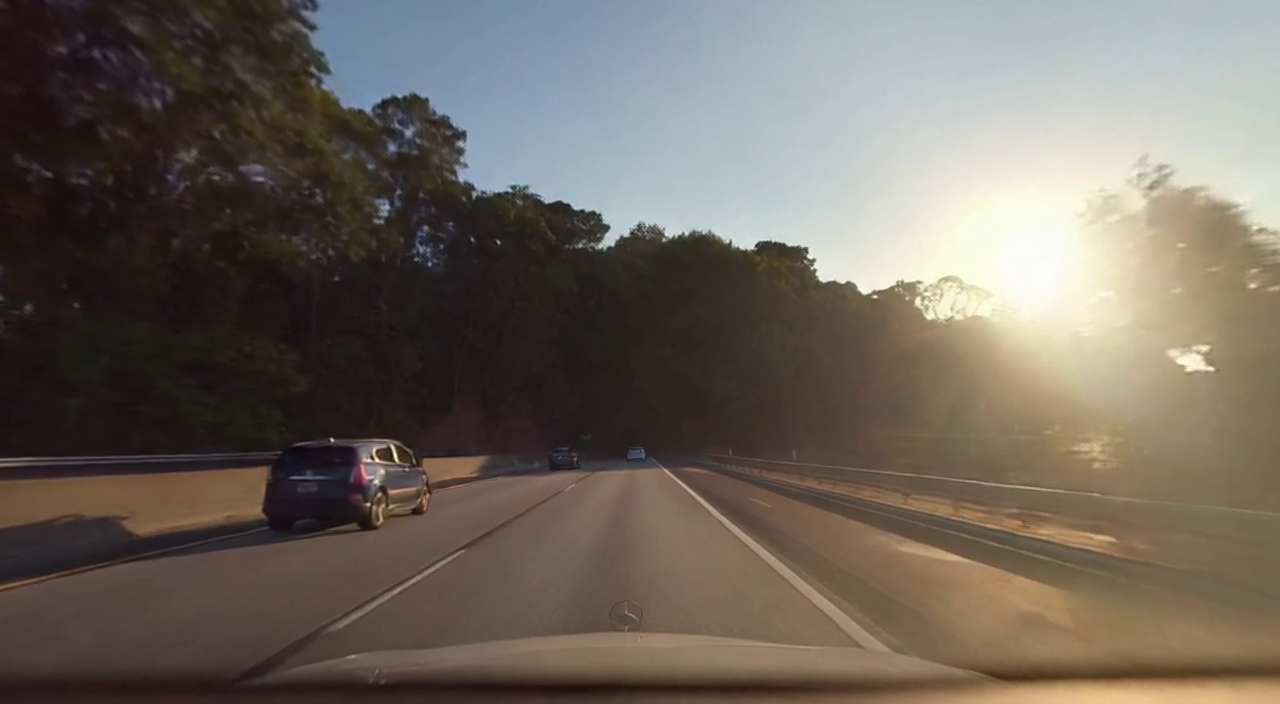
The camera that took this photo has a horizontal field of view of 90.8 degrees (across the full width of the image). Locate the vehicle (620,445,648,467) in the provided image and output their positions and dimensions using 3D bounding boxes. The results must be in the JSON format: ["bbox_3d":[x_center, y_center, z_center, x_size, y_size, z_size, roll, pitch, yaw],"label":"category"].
[{"bbox_3d":[-0.496,8.177,49.610,2.070,1.603,4.806,1,-9,-1],"label":"vehicle"}]

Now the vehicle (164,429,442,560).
[{"bbox_3d":[-4.636,2.001,9.608,1.838,1.508,4.317,0,-9,0],"label":"vehicle"}]

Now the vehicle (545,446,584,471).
[{"bbox_3d":[-4.818,6.847,40.854,2.052,1.468,4.390,0,-9,0],"label":"vehicle"}]
